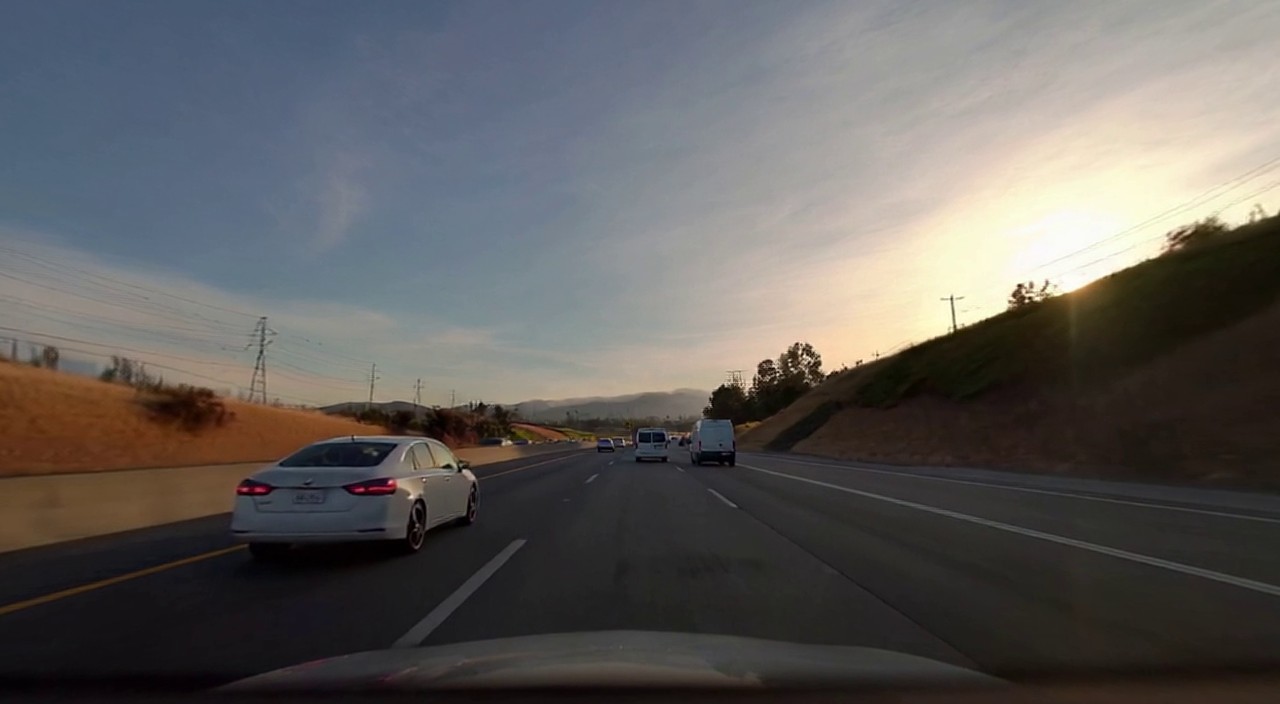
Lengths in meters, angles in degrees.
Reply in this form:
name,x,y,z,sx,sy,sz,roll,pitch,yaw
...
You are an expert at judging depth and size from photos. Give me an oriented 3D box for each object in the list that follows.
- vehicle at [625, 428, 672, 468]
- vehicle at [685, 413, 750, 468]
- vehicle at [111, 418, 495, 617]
name,x,y,z,sx,sy,sz,roll,pitch,yaw
vehicle,0.367,4.681,31.068,2.159,1.811,4.238,0,-8,-1
vehicle,3.658,4.299,30.840,2.348,2.429,5.172,0,-8,-2
vehicle,-3.041,1.531,6.928,1.890,1.490,4.202,0,-8,0
